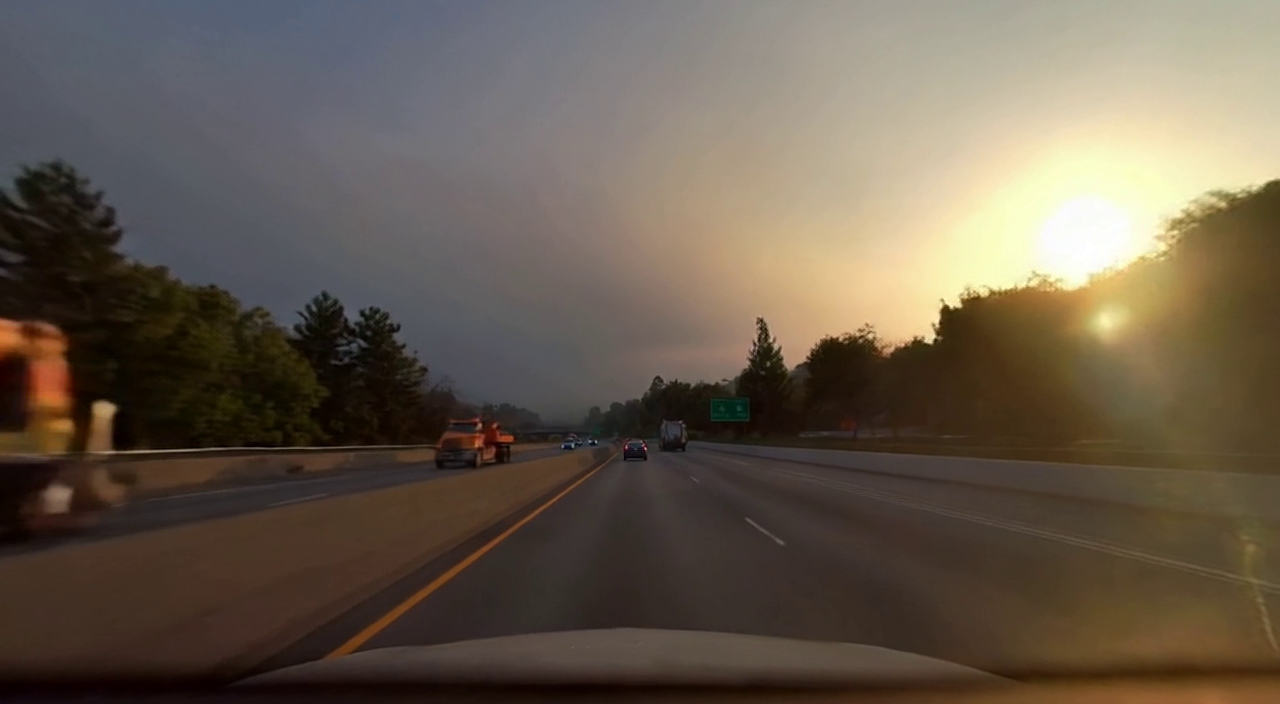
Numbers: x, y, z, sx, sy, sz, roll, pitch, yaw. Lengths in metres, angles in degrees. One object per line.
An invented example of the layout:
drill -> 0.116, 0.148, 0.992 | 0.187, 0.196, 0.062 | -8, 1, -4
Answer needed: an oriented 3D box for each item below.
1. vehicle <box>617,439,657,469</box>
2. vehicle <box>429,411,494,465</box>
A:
vehicle -> -0.147, 5.314, 32.976 | 2.004, 1.472, 4.075 | 0, -8, 0
vehicle -> -12.804, 6.274, 45.492 | 2.949, 3.613, 5.682 | 0, -9, 0
